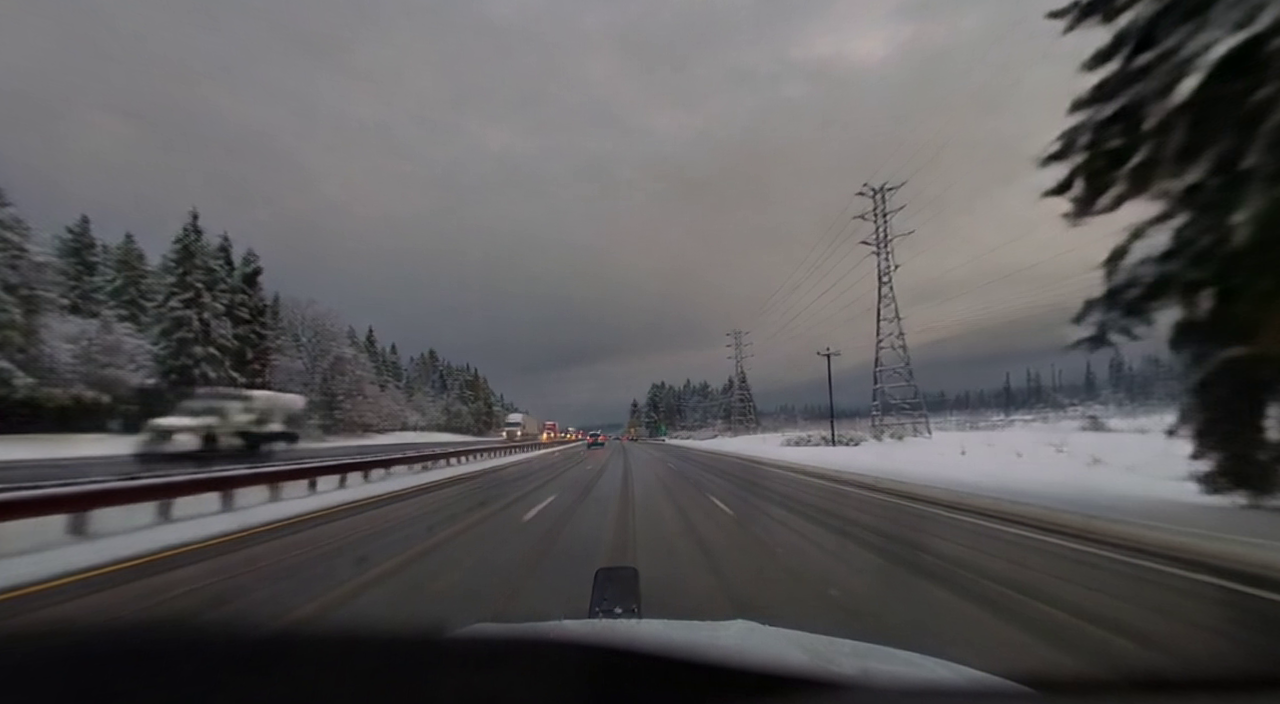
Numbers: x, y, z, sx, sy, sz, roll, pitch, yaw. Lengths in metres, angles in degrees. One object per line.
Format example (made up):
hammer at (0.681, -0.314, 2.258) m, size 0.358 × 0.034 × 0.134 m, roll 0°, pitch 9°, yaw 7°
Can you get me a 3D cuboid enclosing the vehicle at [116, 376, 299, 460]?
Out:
vehicle at (-16.839, 2.730, 25.259) m, size 2.584 × 2.888 × 6.722 m, roll 0°, pitch -8°, yaw -1°
